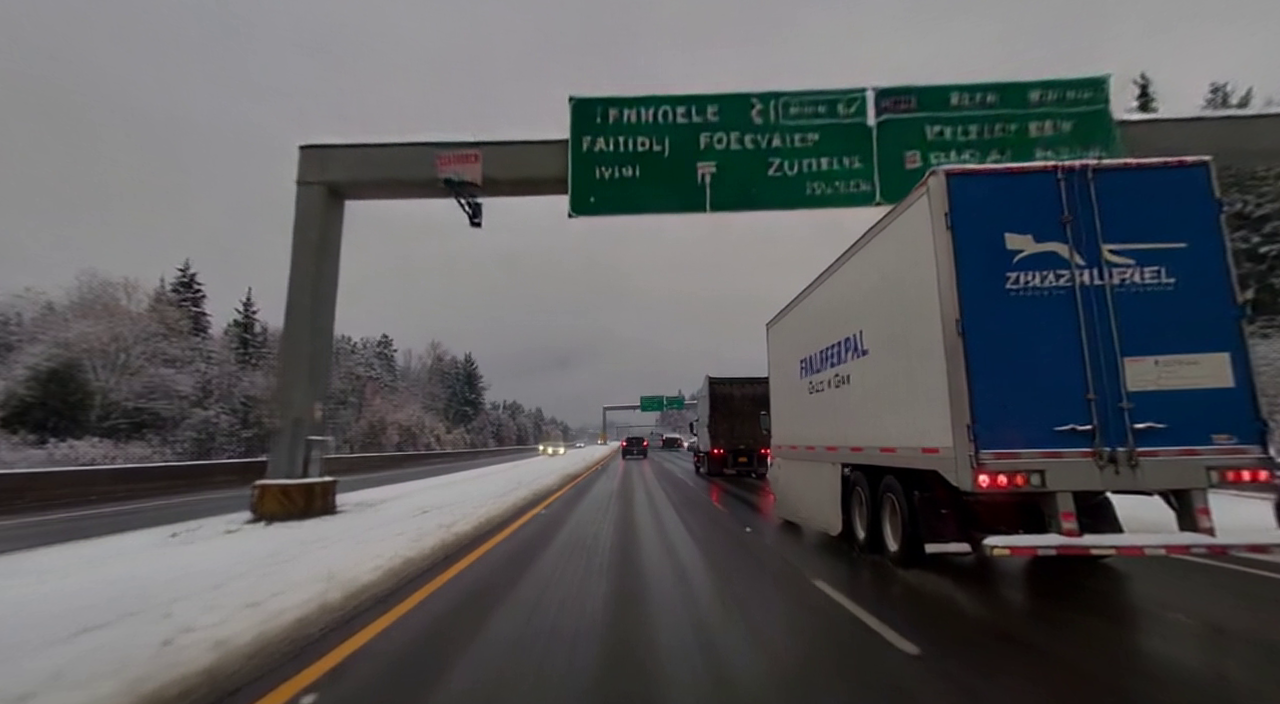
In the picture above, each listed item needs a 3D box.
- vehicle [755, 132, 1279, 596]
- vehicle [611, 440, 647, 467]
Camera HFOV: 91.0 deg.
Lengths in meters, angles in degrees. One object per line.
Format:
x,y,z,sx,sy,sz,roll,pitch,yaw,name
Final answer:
4.250,0.627,10.025,2.853,4.086,9.078,0,-8,-1,vehicle
-0.652,5.853,36.462,1.943,1.491,3.459,0,-8,-1,vehicle
